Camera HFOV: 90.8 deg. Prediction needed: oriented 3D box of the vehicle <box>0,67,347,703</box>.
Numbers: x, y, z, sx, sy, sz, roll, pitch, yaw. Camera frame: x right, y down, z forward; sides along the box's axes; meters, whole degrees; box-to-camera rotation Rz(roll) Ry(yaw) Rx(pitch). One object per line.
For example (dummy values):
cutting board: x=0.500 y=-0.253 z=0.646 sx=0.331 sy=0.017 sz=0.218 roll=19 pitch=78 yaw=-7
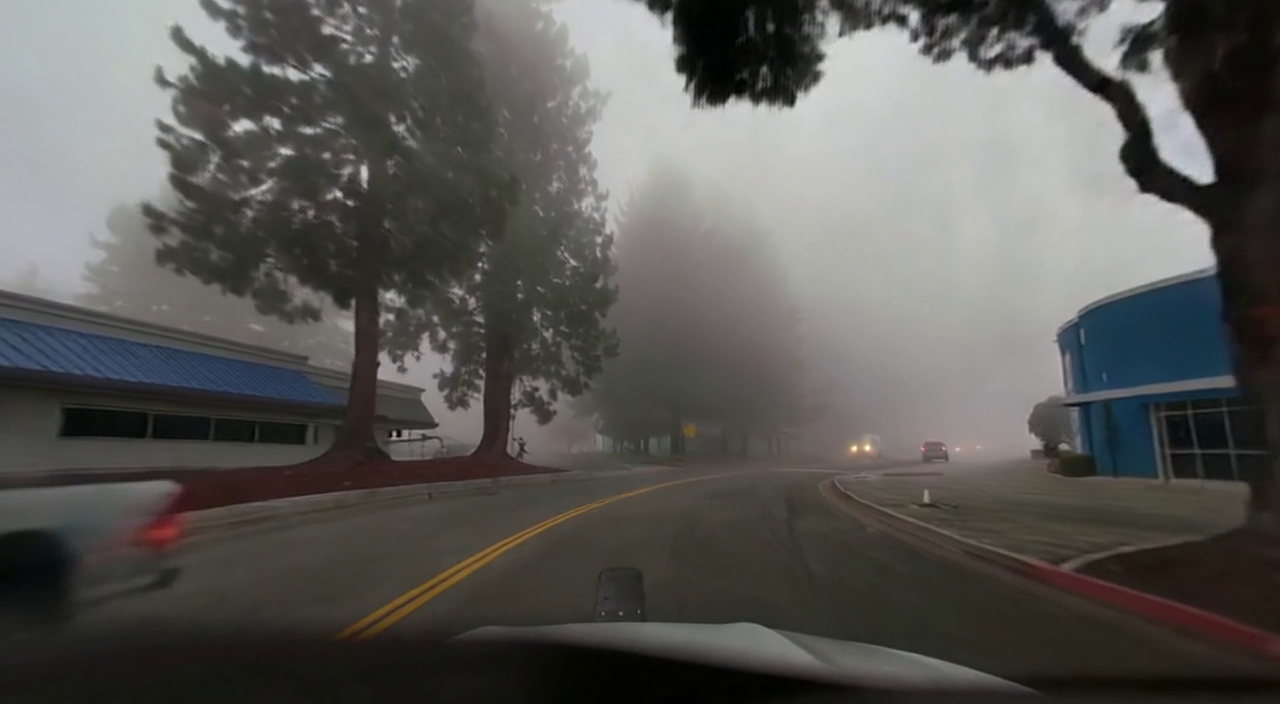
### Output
vehicle: x=-3.775 y=0.218 z=1.704 sx=2.489 sy=2.884 sz=6.940 roll=-1 pitch=-9 yaw=1
